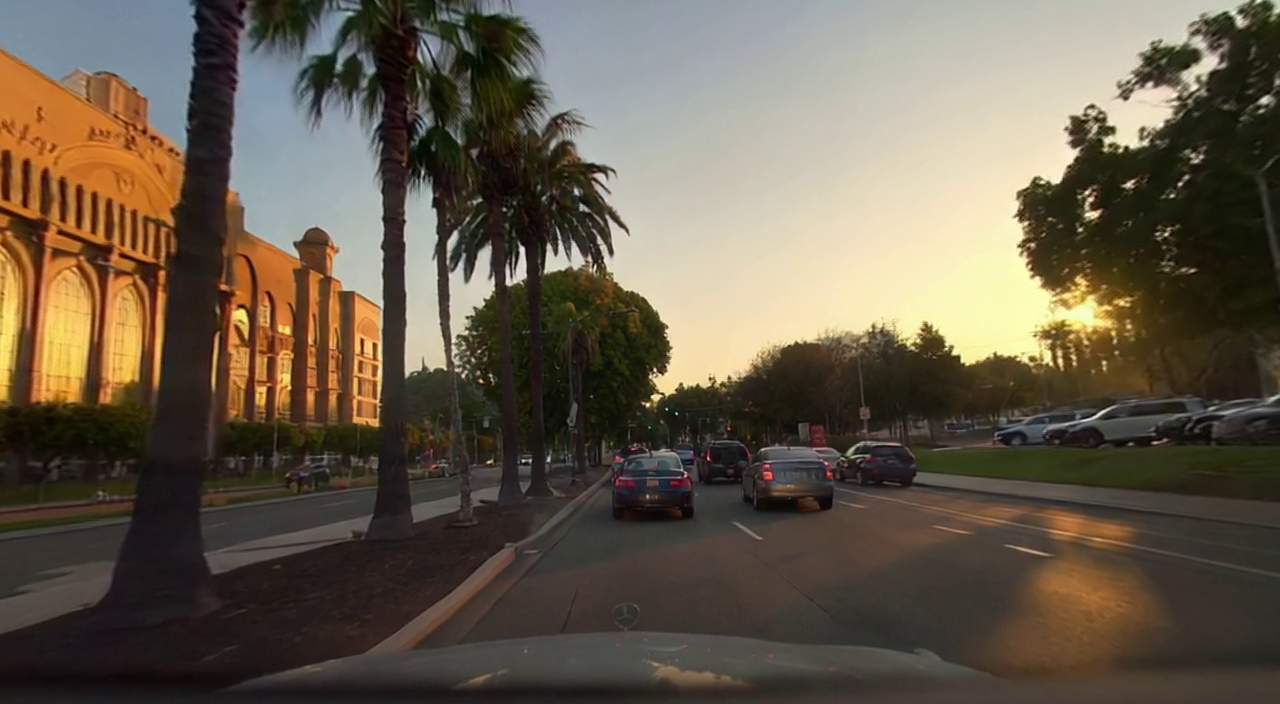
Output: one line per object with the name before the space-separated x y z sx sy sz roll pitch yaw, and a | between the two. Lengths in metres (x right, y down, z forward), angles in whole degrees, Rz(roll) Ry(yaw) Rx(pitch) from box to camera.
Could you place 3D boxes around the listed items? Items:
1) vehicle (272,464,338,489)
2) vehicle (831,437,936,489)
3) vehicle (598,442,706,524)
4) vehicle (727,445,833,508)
vehicle | -23.726 8.833 44.947 1.957 1.493 4.900 -1 -8 0
vehicle | 8.785 4.030 23.329 1.994 1.715 4.777 0 -8 0
vehicle | 0.206 2.784 13.964 2.050 1.521 3.747 0 -8 -1
vehicle | 3.616 3.260 17.099 1.833 1.465 4.258 0 -8 -1
